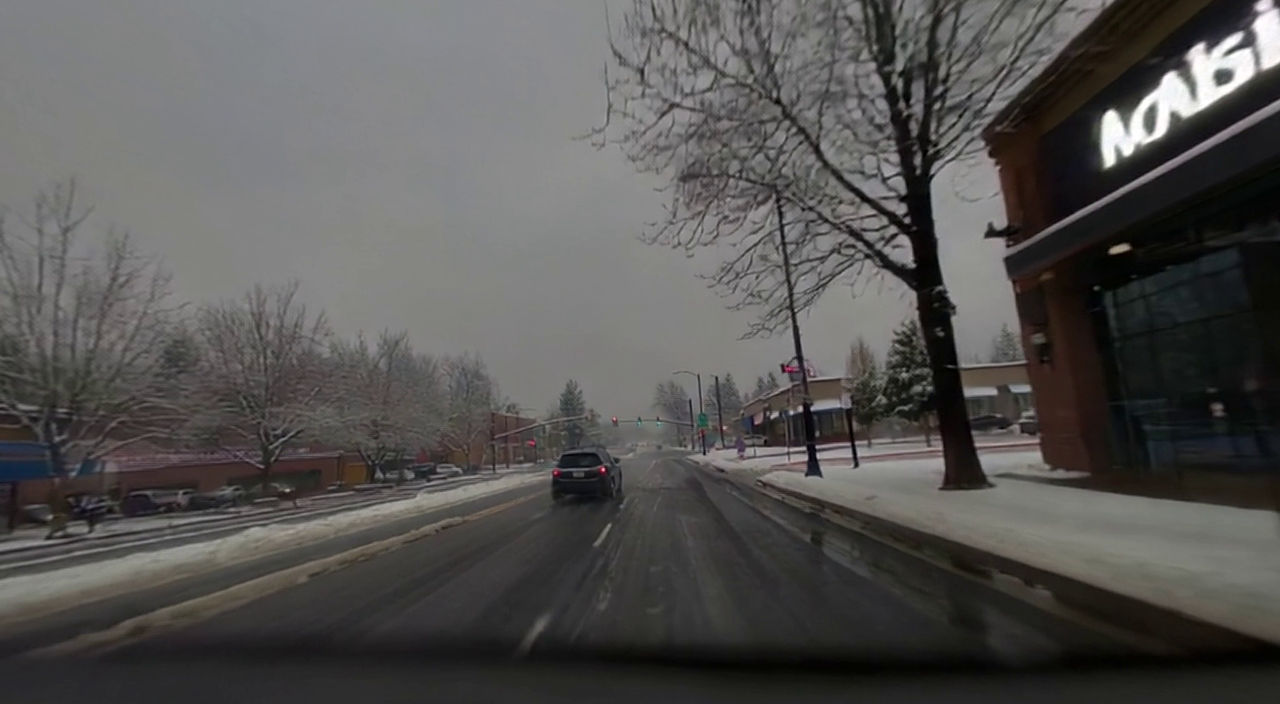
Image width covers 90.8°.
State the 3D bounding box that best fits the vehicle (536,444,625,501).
[{"bbox_3d":[-1.579,3.412,18.366,1.977,1.451,4.032,-1,-8,3],"label":"vehicle"}]

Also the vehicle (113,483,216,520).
[{"bbox_3d":[-28.068,8.791,37.471,1.984,1.726,4.592,-2,-8,12],"label":"vehicle"}]
